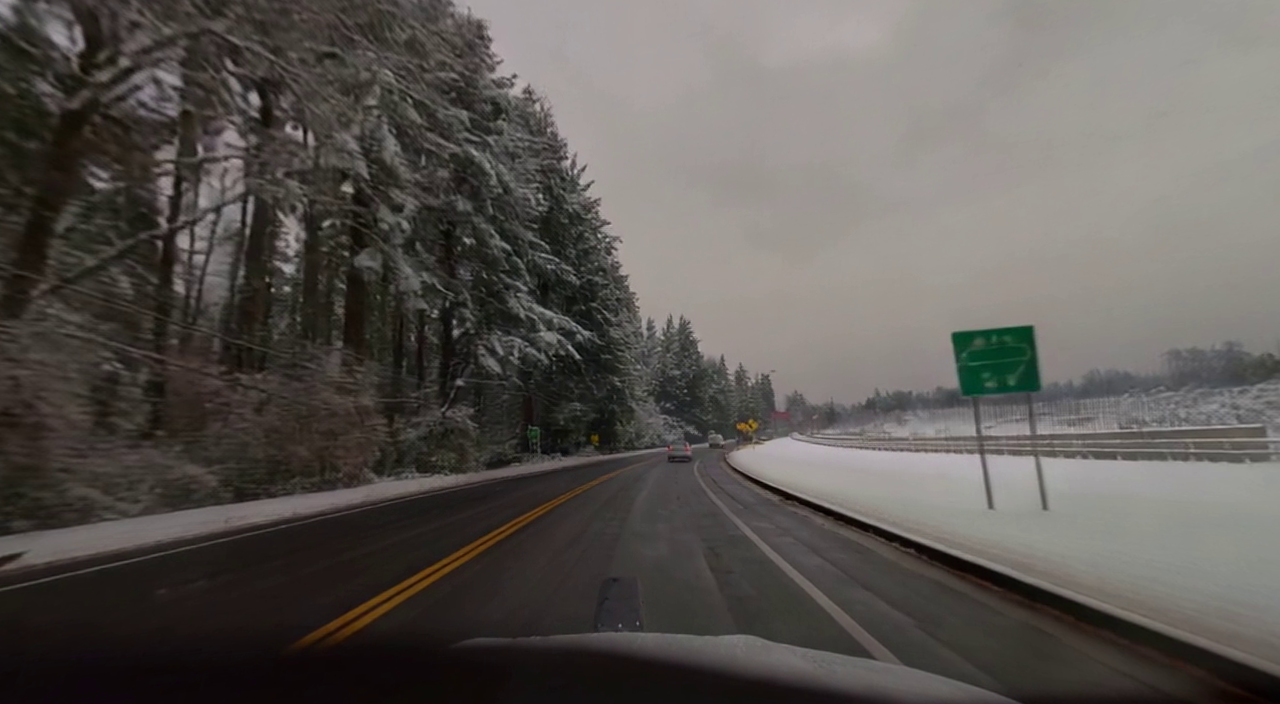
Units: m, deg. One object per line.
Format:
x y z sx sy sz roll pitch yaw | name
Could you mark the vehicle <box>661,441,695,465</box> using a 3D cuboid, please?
2.552 6.629 41.579 2.071 1.474 4.047 -1 -9 6 | vehicle
